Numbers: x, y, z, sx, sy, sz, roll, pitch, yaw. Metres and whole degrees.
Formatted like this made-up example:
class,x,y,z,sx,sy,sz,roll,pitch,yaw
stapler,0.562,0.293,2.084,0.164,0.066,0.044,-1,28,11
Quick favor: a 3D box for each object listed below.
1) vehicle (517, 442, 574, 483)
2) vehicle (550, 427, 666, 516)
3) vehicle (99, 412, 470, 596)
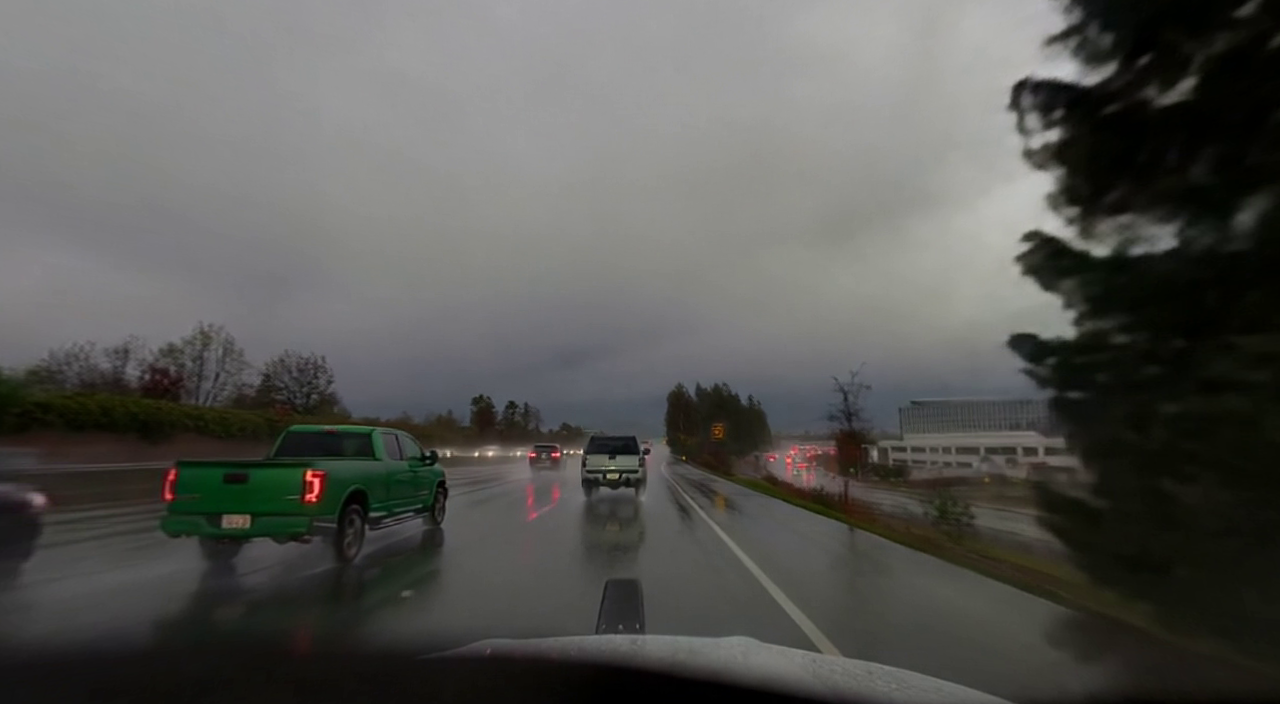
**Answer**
class,x,y,z,sx,sy,sz,roll,pitch,yaw
vehicle,-4.403,5.221,30.137,1.991,1.776,4.333,0,-8,1
vehicle,-0.597,2.702,14.795,2.293,1.753,4.380,0,-8,1
vehicle,-4.030,1.803,8.560,2.038,1.704,5.181,0,-8,-1
